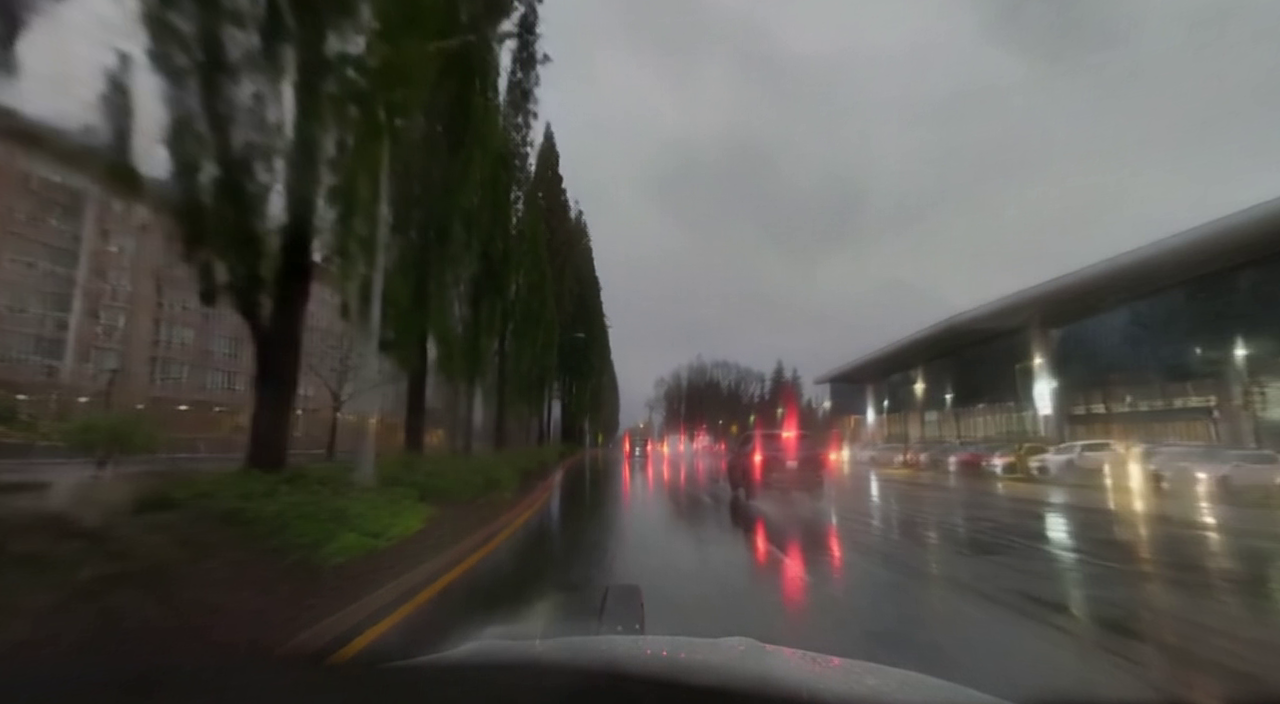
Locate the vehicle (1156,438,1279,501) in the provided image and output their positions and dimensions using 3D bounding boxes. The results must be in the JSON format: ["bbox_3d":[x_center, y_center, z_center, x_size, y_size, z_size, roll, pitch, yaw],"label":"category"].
[{"bbox_3d":[16.965,3.223,17.784,4.670,1.540,1.999,4,-10,-29],"label":"vehicle"}]

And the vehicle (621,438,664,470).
[{"bbox_3d":[0.088,5.513,34.250,2.145,1.572,4.021,0,-9,-1],"label":"vehicle"}]

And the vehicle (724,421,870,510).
[{"bbox_3d":[3.560,2.704,15.485,2.235,1.806,4.818,0,-9,-1],"label":"vehicle"}]
